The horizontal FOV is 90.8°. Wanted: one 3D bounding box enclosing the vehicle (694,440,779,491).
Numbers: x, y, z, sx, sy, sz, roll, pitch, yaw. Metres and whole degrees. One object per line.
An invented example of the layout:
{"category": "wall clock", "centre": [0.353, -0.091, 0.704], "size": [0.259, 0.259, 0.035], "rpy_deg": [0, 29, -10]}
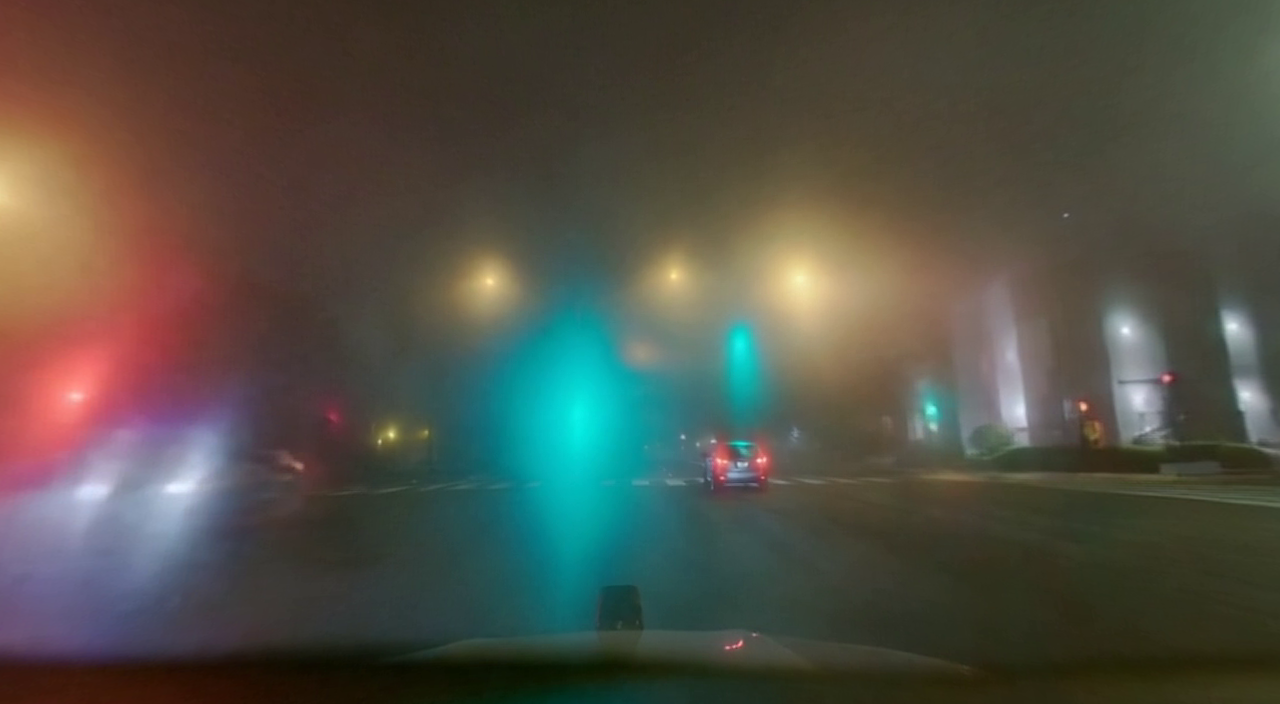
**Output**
{"category": "vehicle", "centre": [2.975, 3.608, 20.392], "size": [1.964, 1.448, 4.295], "rpy_deg": [0, -8, -2]}

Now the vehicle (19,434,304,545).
{"category": "vehicle", "centre": [-8.720, 2.494, 12.206], "size": [2.010, 1.718, 4.443], "rpy_deg": [0, -8, 0]}
